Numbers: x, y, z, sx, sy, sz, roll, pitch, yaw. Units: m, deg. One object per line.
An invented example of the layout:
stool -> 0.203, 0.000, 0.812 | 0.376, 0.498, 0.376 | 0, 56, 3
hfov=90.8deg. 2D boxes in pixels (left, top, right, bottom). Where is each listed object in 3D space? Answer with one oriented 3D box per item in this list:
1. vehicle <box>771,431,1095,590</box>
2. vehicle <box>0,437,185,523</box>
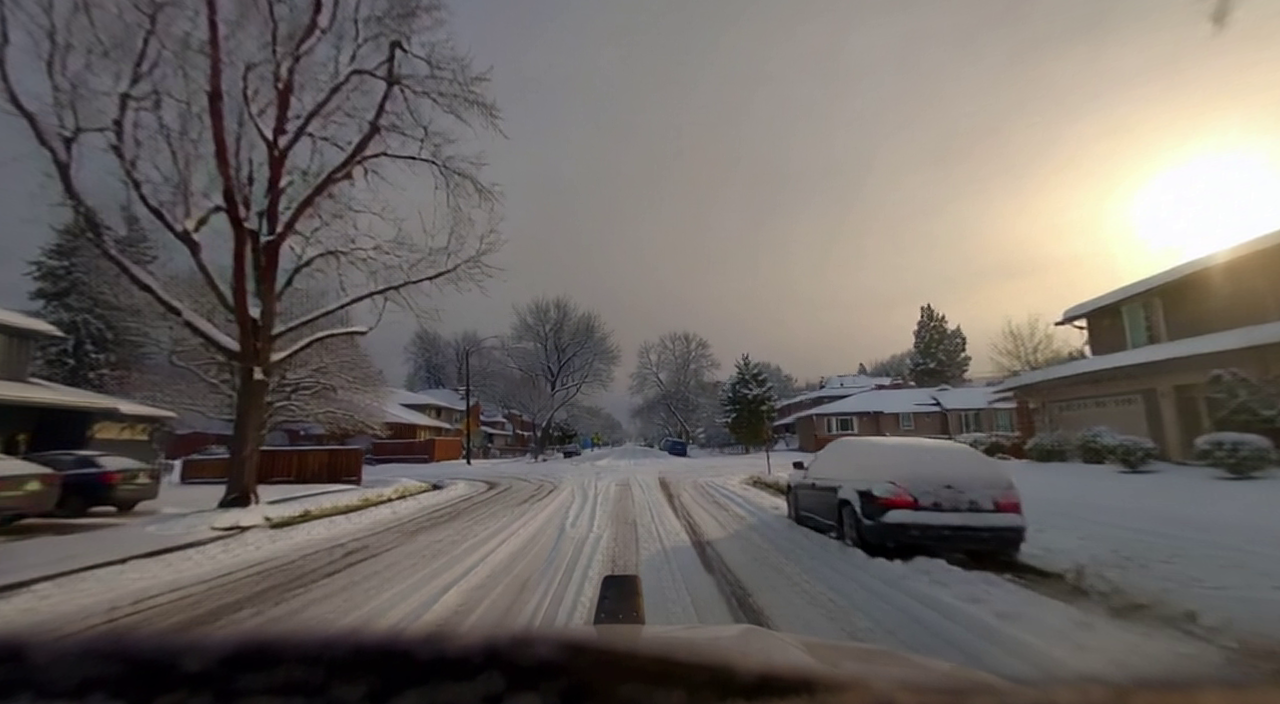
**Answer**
vehicle -> 3.242, 1.812, 8.197 | 1.986, 1.476, 4.306 | 0, -8, -2
vehicle -> -12.365, 2.658, 13.448 | 3.972, 1.628, 1.963 | -2, -8, 9
